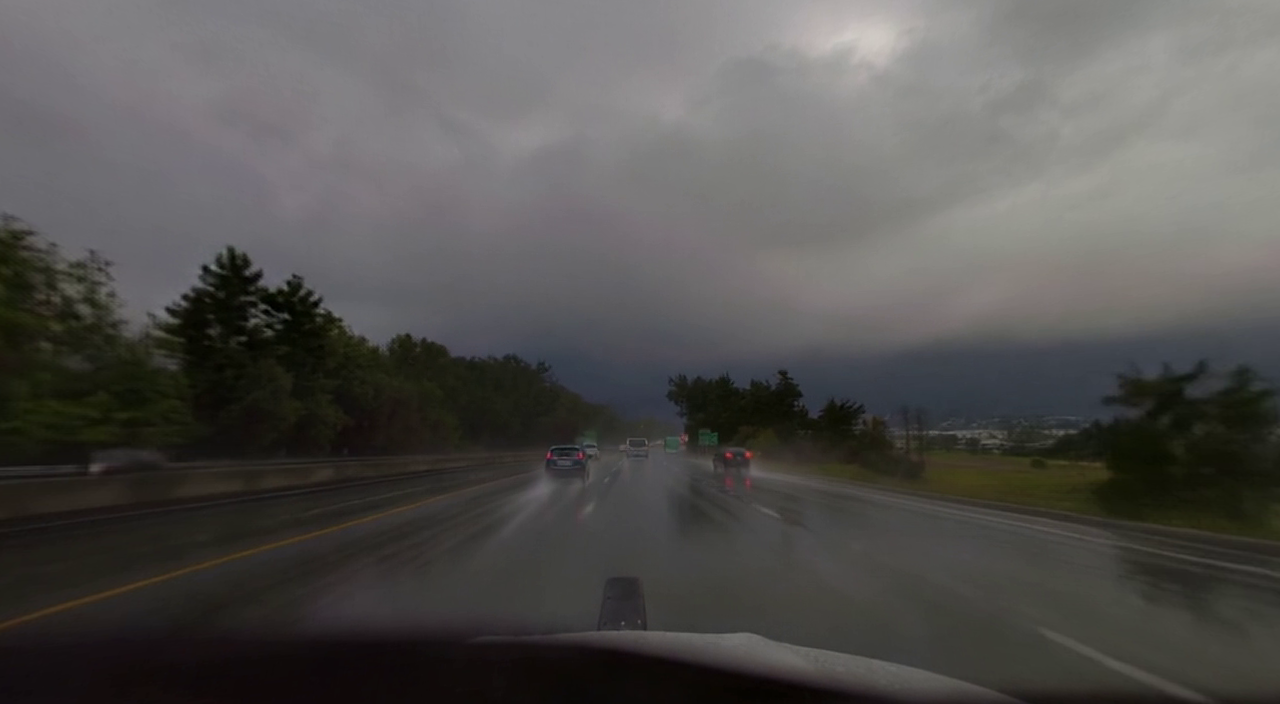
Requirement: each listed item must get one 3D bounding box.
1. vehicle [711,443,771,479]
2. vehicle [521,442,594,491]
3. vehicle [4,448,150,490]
[{"bbox_3d":[4.406,4.825,28.048,1.926,1.483,3.528,0,-9,-3],"label":"vehicle"},{"bbox_3d":[-2.685,3.843,21.533,2.053,1.483,4.185,0,-9,-1],"label":"vehicle"},{"bbox_3d":[-21.639,4.469,24.481,1.930,1.474,4.042,0,-9,0],"label":"vehicle"}]
